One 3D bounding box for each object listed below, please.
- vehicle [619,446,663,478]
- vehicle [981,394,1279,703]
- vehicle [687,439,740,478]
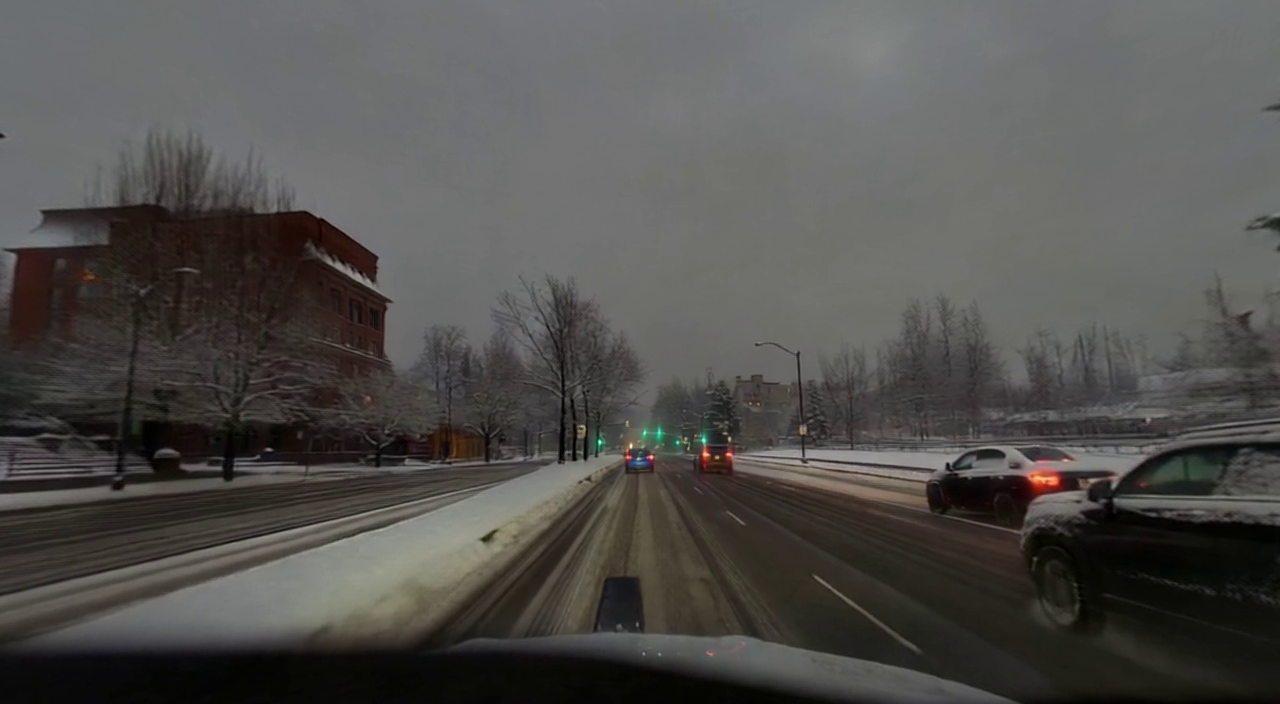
[{"bbox_3d":[0.038,5.375,31.135,2.054,1.446,3.969,0,-9,0],"label":"vehicle"},{"bbox_3d":[3.754,1.015,3.130,1.937,1.538,3.832,0,-9,0],"label":"vehicle"},{"bbox_3d":[3.616,5.316,31.782,2.036,1.757,4.300,0,-9,-1],"label":"vehicle"}]
